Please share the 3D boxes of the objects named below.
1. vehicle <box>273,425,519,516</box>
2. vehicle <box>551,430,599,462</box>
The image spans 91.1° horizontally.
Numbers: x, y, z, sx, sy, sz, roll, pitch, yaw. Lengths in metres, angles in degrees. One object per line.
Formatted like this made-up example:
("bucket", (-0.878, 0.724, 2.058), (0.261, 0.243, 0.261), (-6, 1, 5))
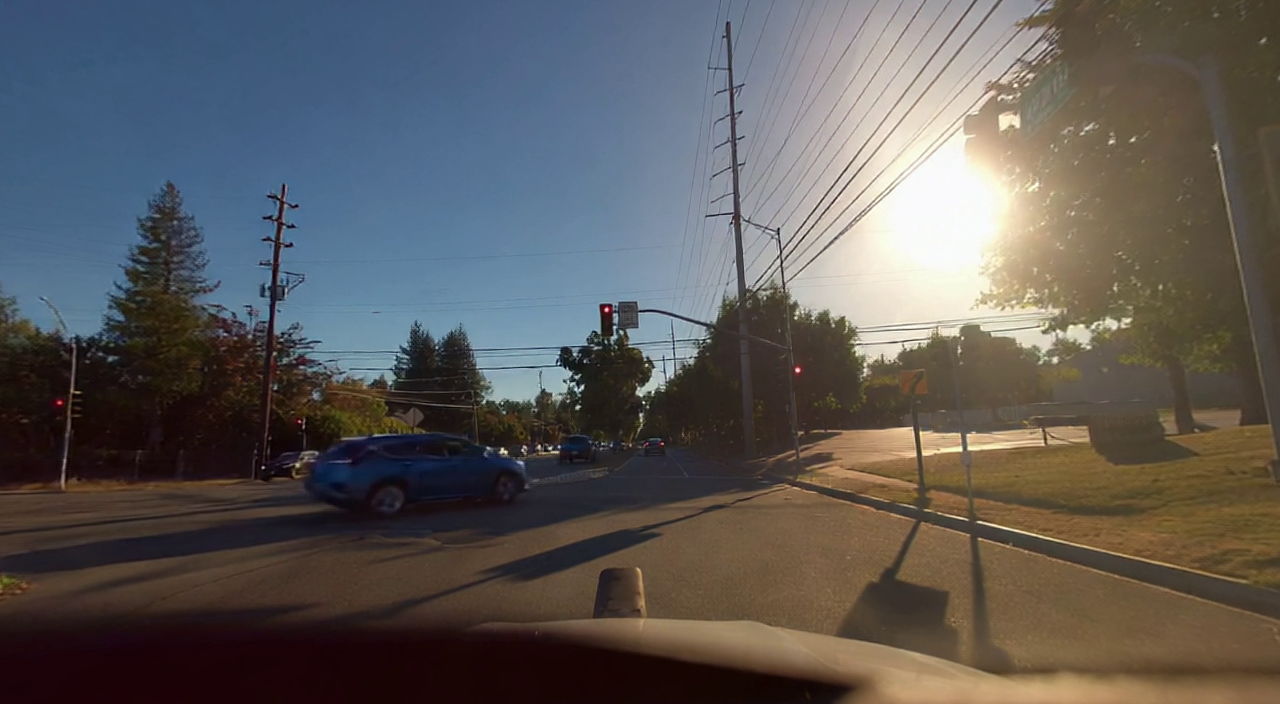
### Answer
("vehicle", (-5.243, 2.543, 13.995), (4.607, 1.666, 2.051), (8, -12, -43))
("vehicle", (-4.199, 6.183, 41.393), (2.175, 1.957, 4.686), (-1, -9, 6))
